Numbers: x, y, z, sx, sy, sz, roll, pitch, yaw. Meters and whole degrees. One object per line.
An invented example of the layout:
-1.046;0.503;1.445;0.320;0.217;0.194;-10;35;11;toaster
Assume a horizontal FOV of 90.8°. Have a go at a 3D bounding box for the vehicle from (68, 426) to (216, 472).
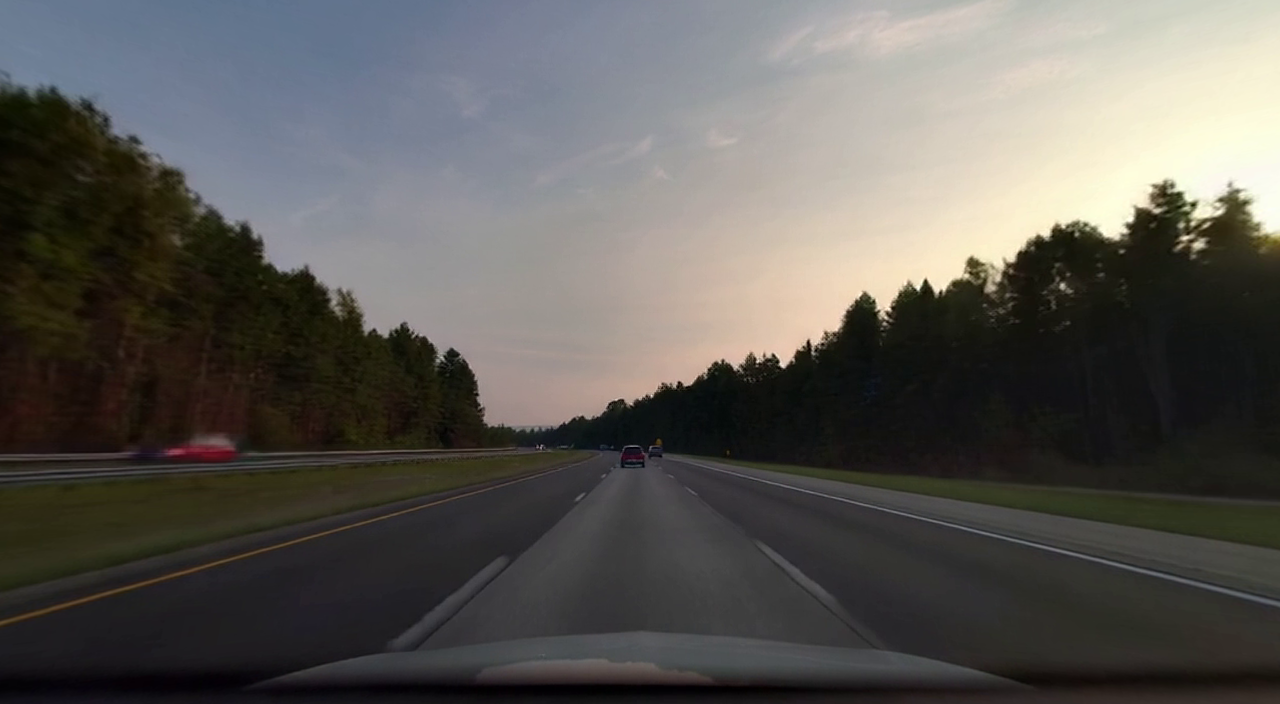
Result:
-18.915;3.733;24.302;1.945;1.560;4.573;0;-9;0;vehicle
